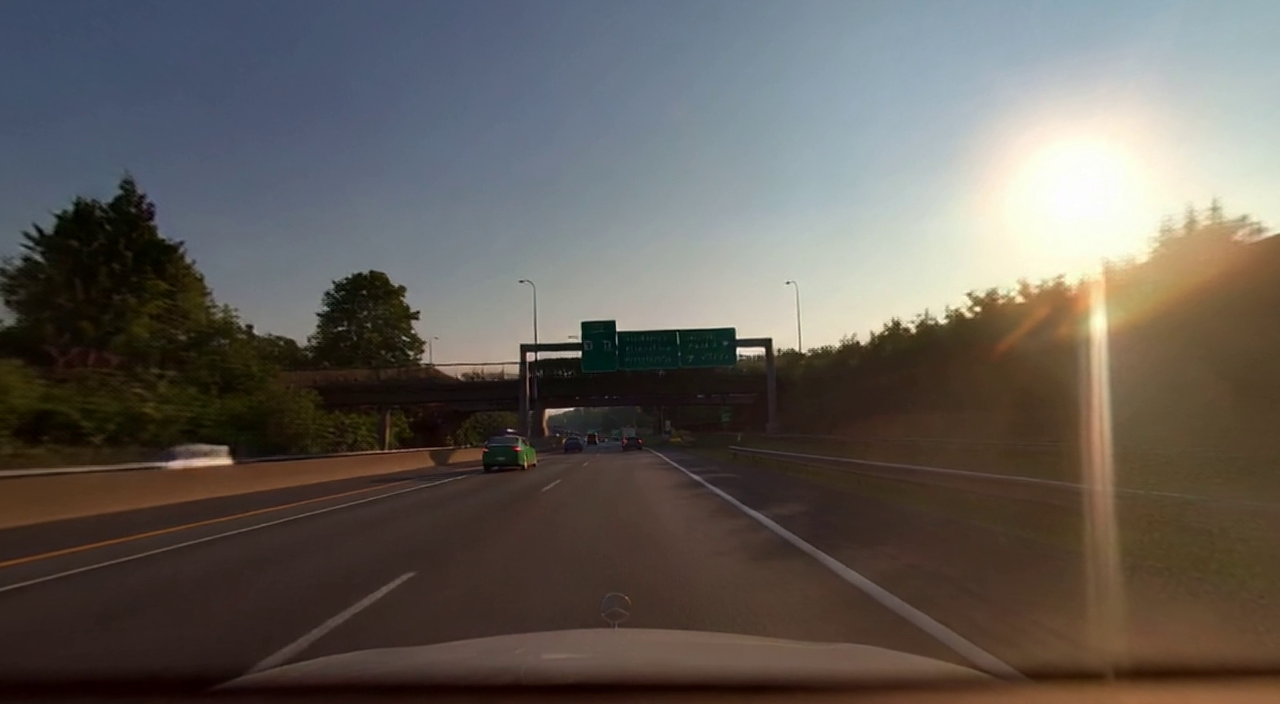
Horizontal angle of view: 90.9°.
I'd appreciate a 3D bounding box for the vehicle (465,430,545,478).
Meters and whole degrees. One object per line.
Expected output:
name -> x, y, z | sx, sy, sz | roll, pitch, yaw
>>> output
vehicle -> -4.560, 3.485, 21.870 | 1.959, 1.514, 3.668 | 0, -8, 0
